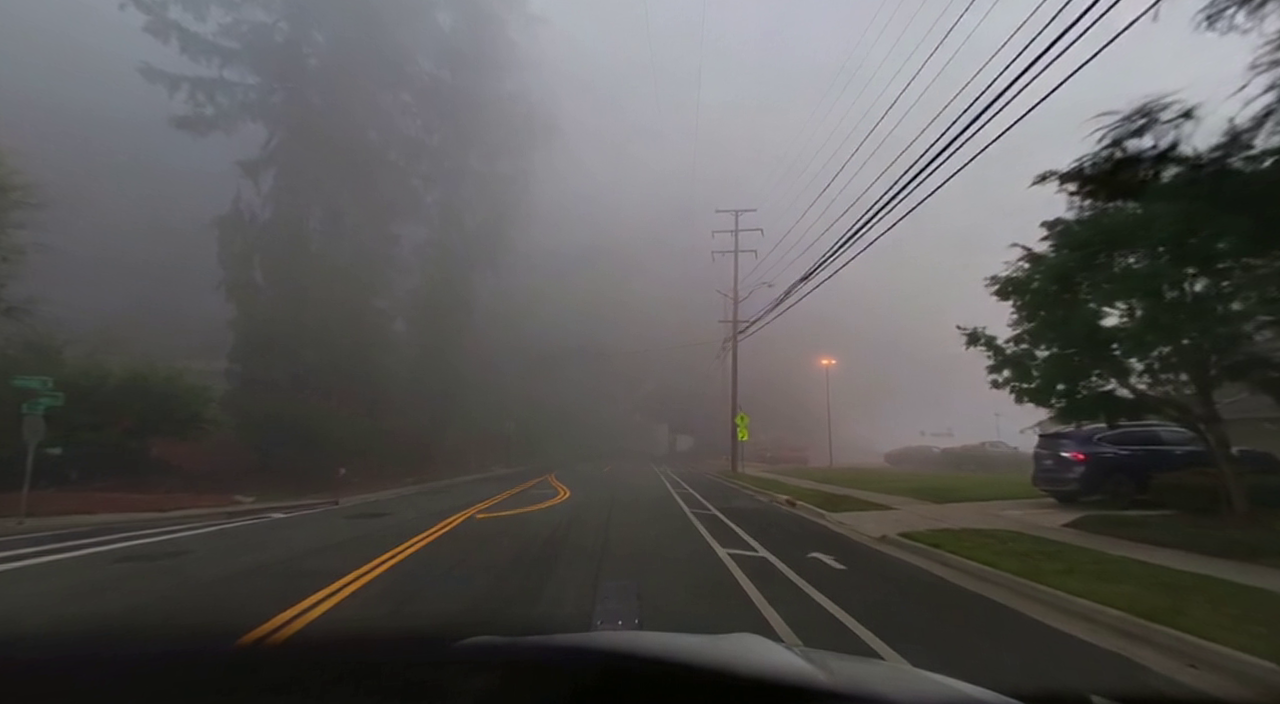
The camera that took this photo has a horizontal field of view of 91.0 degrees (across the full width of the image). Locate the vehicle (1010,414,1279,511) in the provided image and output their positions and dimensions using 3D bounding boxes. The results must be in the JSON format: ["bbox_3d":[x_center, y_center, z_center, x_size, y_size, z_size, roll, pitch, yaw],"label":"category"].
[{"bbox_3d":[10.946,2.289,13.250,4.760,1.808,2.402,0,-9,-2],"label":"vehicle"}]

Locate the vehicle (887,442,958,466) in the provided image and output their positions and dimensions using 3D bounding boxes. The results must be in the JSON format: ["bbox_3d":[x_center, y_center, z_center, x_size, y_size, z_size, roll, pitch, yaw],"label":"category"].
[{"bbox_3d":[20.381,7.363,45.586,3.943,1.664,2.391,0,-8,-2],"label":"vehicle"}]
